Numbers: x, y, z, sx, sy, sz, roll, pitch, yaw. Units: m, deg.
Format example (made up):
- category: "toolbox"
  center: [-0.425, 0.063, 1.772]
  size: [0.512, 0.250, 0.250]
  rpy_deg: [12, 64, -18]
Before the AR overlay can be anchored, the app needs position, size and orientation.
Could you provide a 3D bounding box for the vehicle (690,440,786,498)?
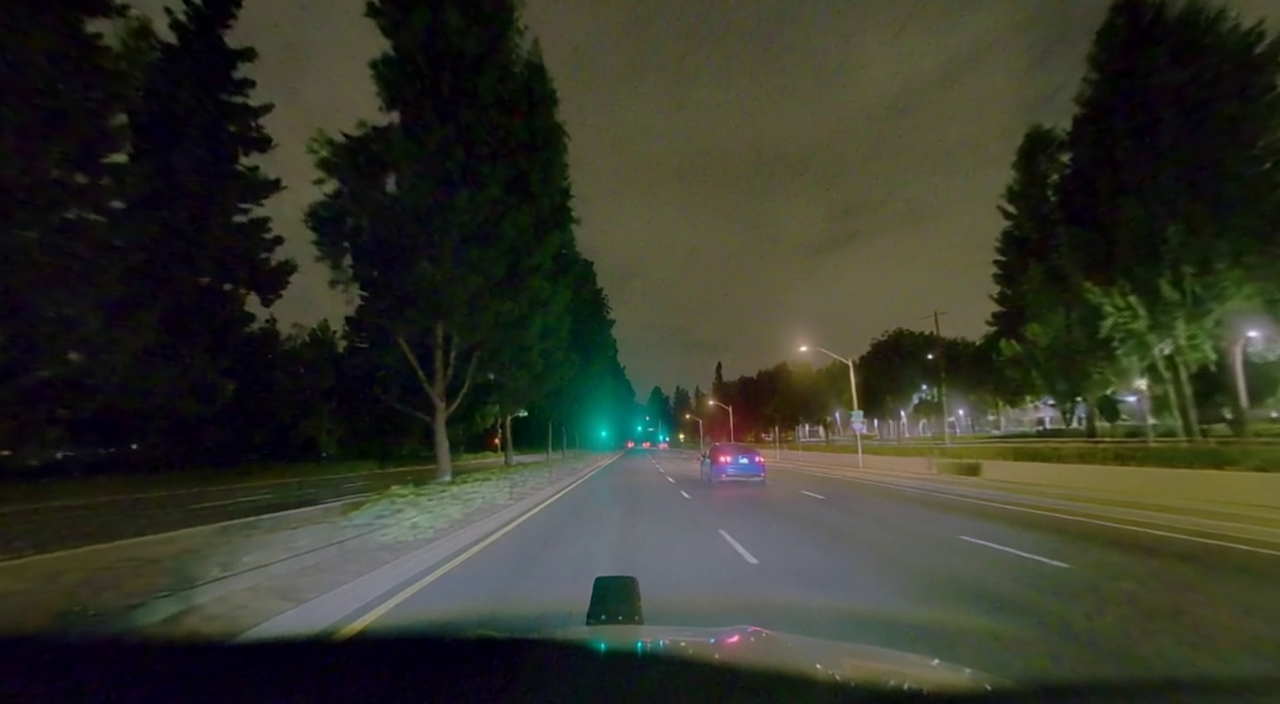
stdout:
- category: "vehicle"
  center: [2.711, 3.348, 18.508]
  size: [2.056, 1.483, 4.091]
  rpy_deg: [0, -8, -2]
